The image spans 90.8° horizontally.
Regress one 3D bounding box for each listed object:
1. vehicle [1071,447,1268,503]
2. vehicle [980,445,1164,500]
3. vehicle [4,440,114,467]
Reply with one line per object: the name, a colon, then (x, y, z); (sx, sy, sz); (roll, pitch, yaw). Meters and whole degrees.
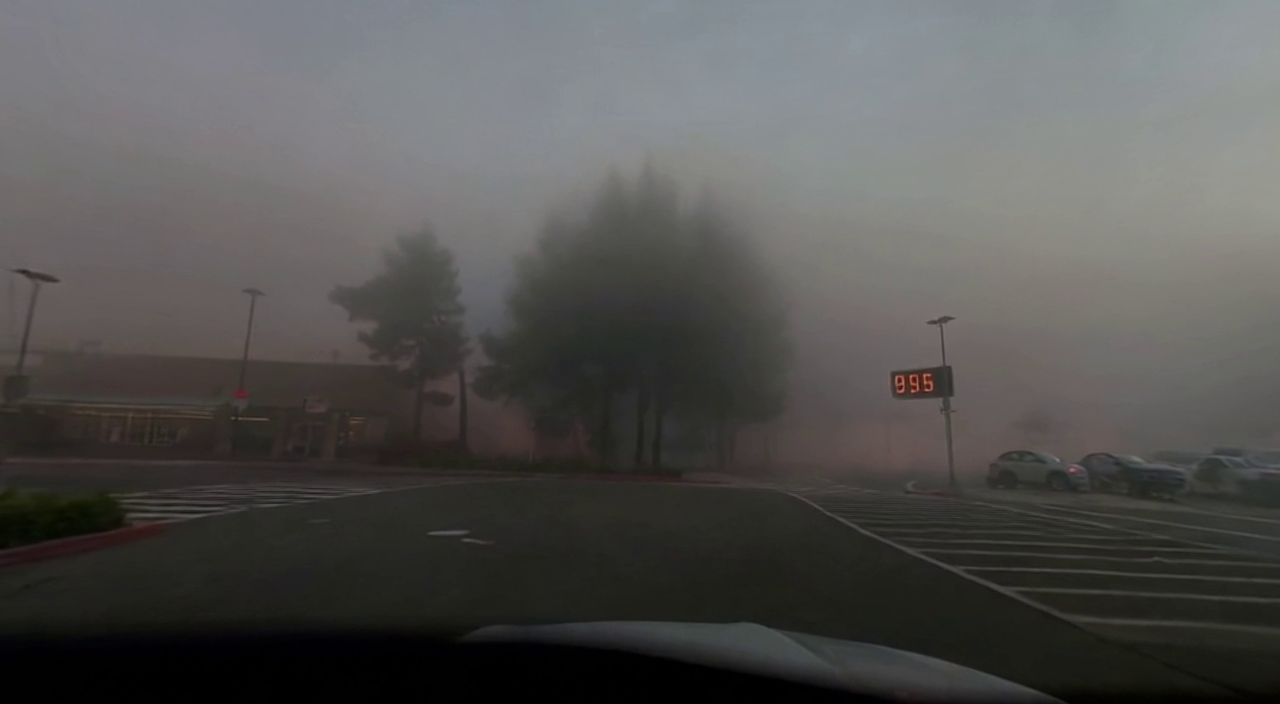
vehicle: (16.586, 3.826, 20.220); (1.804, 1.502, 4.815); (1, -8, -7)
vehicle: (13.285, 3.698, 19.941); (2.140, 1.507, 4.856); (1, -8, -4)
vehicle: (-33.469, 5.854, 36.582); (4.431, 1.449, 1.808); (6, -10, -36)
